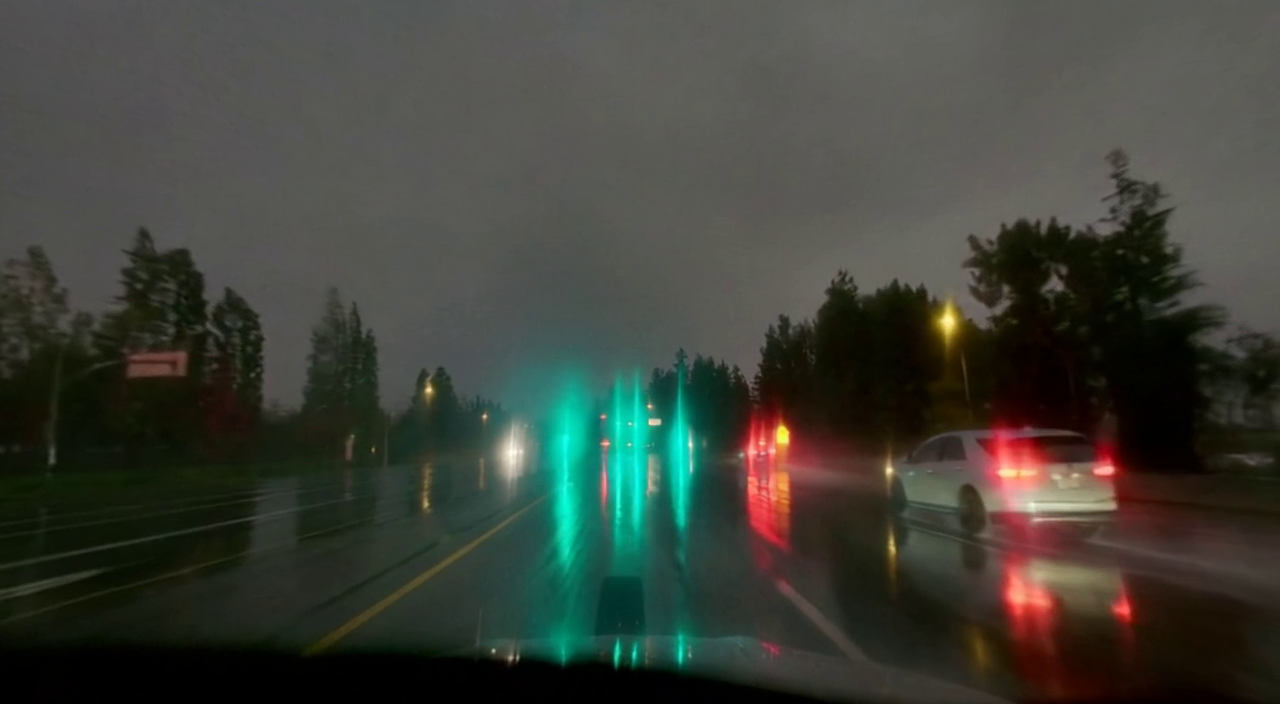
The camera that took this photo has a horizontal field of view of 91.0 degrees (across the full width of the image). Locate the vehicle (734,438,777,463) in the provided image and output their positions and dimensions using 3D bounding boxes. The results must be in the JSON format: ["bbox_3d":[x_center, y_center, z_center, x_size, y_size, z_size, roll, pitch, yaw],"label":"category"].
[{"bbox_3d":[8.698,7.474,47.817,2.170,1.830,4.720,0,-9,-2],"label":"vehicle"}]

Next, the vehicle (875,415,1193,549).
[{"bbox_3d":[5.881,1.992,10.359,2.066,1.683,4.675,0,-9,-2],"label":"vehicle"}]
